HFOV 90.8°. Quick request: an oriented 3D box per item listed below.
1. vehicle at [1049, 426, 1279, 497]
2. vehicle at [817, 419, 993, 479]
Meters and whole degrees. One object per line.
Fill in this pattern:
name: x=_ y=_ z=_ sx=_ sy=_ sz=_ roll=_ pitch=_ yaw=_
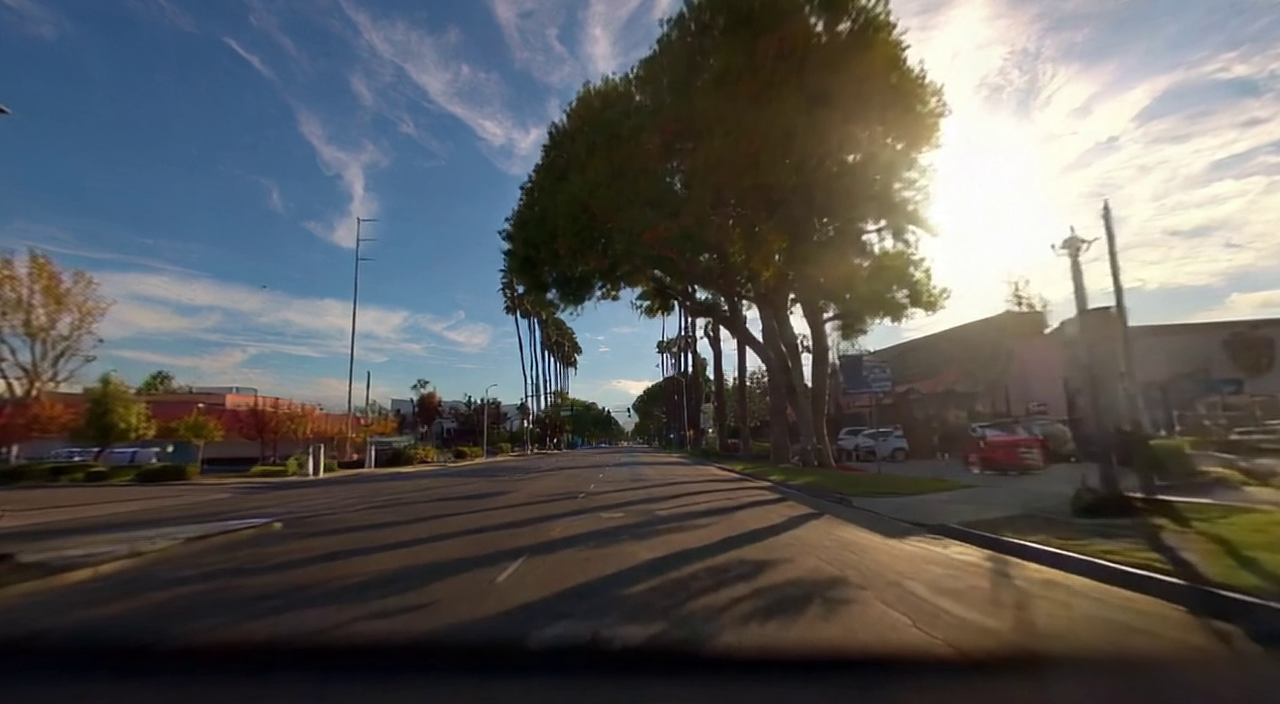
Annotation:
vehicle: x=12.888 y=2.576 z=15.099 sx=4.872 sy=1.455 sz=1.896 roll=-1 pitch=-8 yaw=-2
vehicle: x=10.312 y=3.864 z=25.061 sx=5.779 sy=2.039 sz=2.450 roll=-2 pitch=-9 yaw=1
